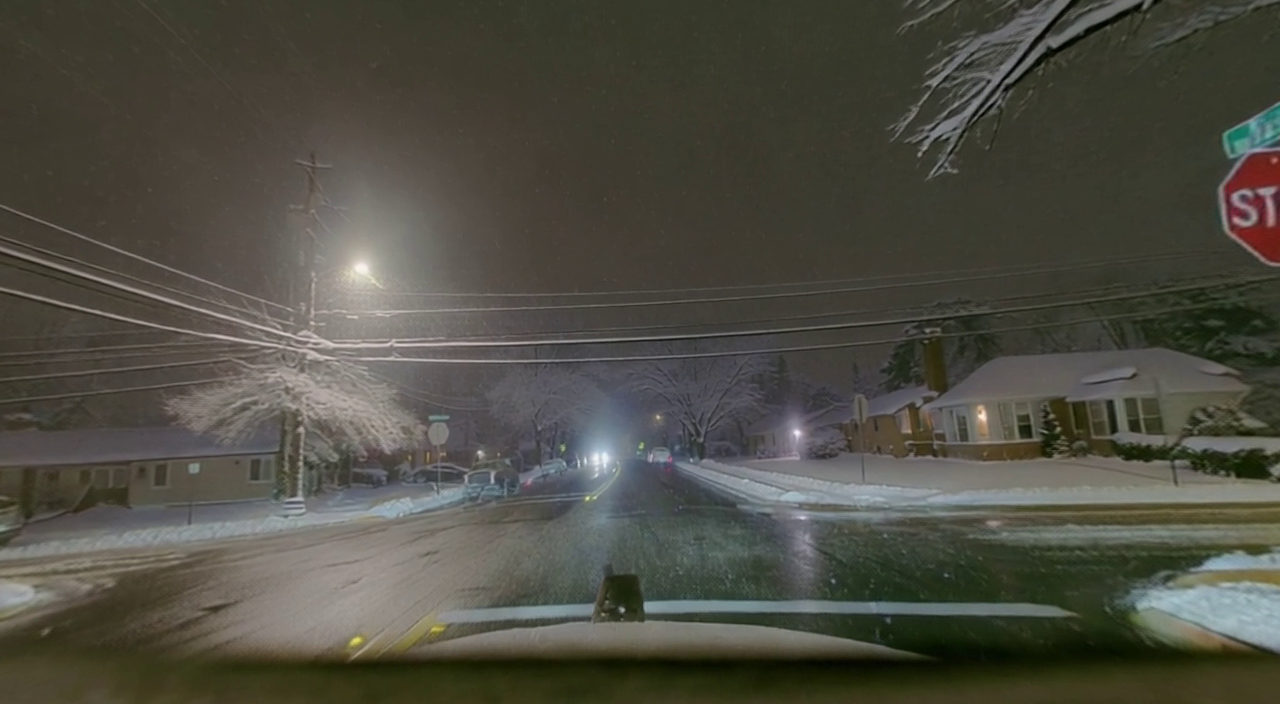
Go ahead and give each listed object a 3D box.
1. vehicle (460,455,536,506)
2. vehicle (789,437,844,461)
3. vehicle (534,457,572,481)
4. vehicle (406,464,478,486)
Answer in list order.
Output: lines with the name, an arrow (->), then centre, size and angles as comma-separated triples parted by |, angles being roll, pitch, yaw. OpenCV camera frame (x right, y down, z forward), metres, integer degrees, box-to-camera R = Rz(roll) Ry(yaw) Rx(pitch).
vehicle -> -6.207, 5.649, 28.144 | 2.149, 1.823, 4.613 | -6, -9, 1
vehicle -> 12.404, 6.854, 44.597 | 3.563, 1.551, 1.916 | -2, -9, 12
vehicle -> -6.536, 8.870, 48.038 | 2.133, 1.525, 4.401 | -4, -9, 1
vehicle -> -14.183, 8.825, 45.308 | 4.601, 1.486, 1.876 | -2, -9, 12
